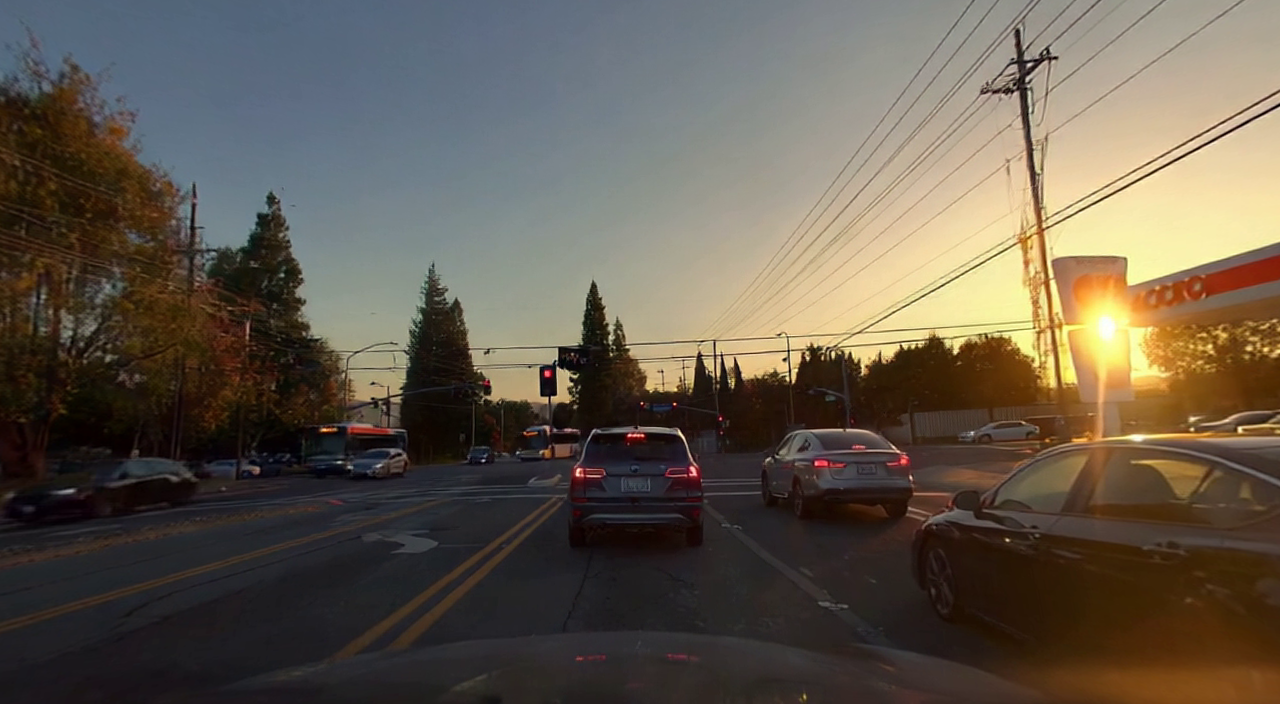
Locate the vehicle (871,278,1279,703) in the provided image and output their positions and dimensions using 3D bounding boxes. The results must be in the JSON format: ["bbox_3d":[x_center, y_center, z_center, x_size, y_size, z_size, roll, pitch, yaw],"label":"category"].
[{"bbox_3d":[3.093,0.863,3.330,2.049,1.813,4.245,0,-9,-1],"label":"vehicle"}]

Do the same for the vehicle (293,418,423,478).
[{"bbox_3d":[-18.607,6.525,43.139,3.010,3.475,12.655,0,-9,0],"label":"vehicle"}]

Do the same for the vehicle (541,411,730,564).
[{"bbox_3d":[-0.102,1.810,9.112,2.087,1.677,4.053,0,-9,-1],"label":"vehicle"}]

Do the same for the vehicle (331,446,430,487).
[{"bbox_3d":[-10.486,4.628,25.975,2.030,1.498,4.690,0,-9,0],"label":"vehicle"}]

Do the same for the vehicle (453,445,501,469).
[{"bbox_3d":[-10.798,6.989,42.210,1.976,1.483,4.630,0,-9,0],"label":"vehicle"}]

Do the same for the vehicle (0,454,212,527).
[{"bbox_3d":[-13.411,3.350,15.932,1.967,1.486,4.701,0,-9,0],"label":"vehicle"}]

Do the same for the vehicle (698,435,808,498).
[{"bbox_3d":[2.889,3.051,17.254,2.040,1.481,4.407,0,-9,-2],"label":"vehicle"}]
